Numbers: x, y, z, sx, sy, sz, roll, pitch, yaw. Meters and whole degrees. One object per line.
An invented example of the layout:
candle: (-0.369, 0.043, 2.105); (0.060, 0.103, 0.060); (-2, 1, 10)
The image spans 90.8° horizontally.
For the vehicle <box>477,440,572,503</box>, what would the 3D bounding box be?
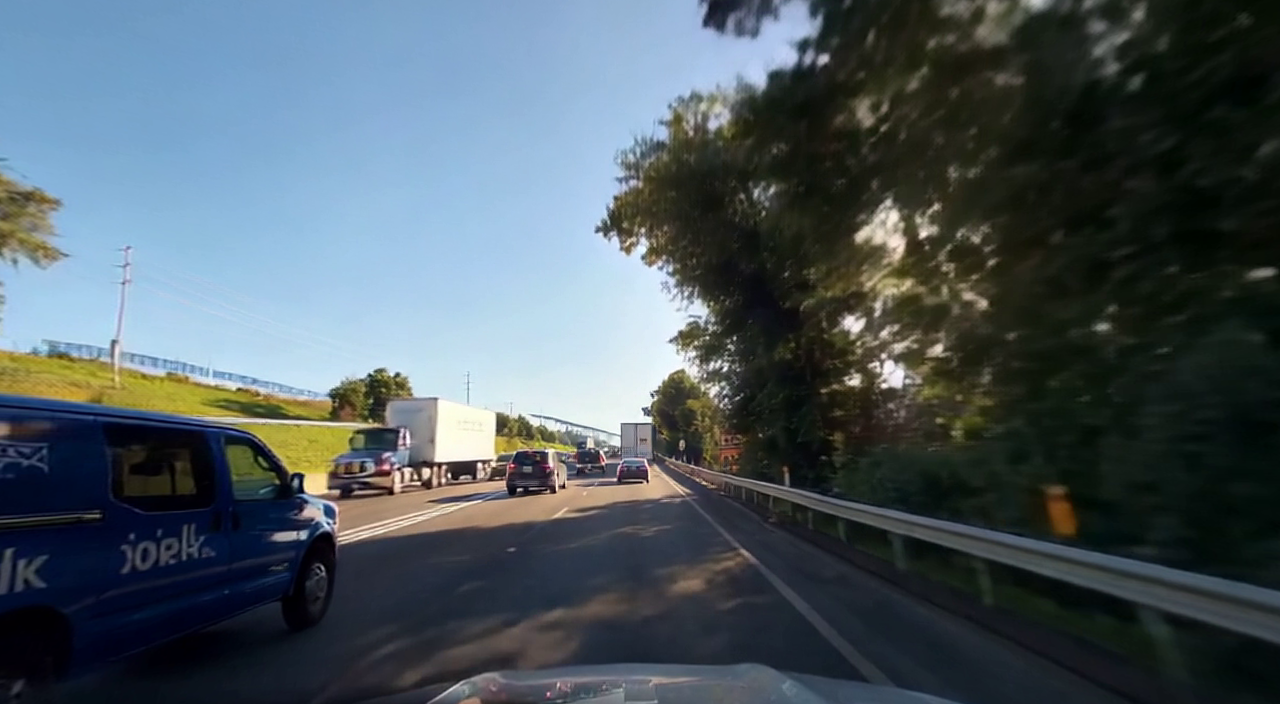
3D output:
vehicle: (-3.212, 3.402, 18.382); (1.937, 1.600, 4.141); (0, -9, 1)

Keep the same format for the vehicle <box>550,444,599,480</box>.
vehicle: (-3.176, 5.428, 31.441); (1.994, 1.663, 4.047); (0, -9, 0)

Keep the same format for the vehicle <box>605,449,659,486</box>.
vehicle: (-0.323, 4.781, 26.500); (2.095, 1.393, 3.908); (0, -9, -1)

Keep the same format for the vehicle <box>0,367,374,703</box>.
vehicle: (-3.339, 1.035, 3.064); (2.117, 1.688, 4.582); (0, -9, -1)

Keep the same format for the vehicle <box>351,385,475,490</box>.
vehicle: (-9.900, 3.900, 28.483); (3.178, 4.169, 6.323); (0, -9, 0)
